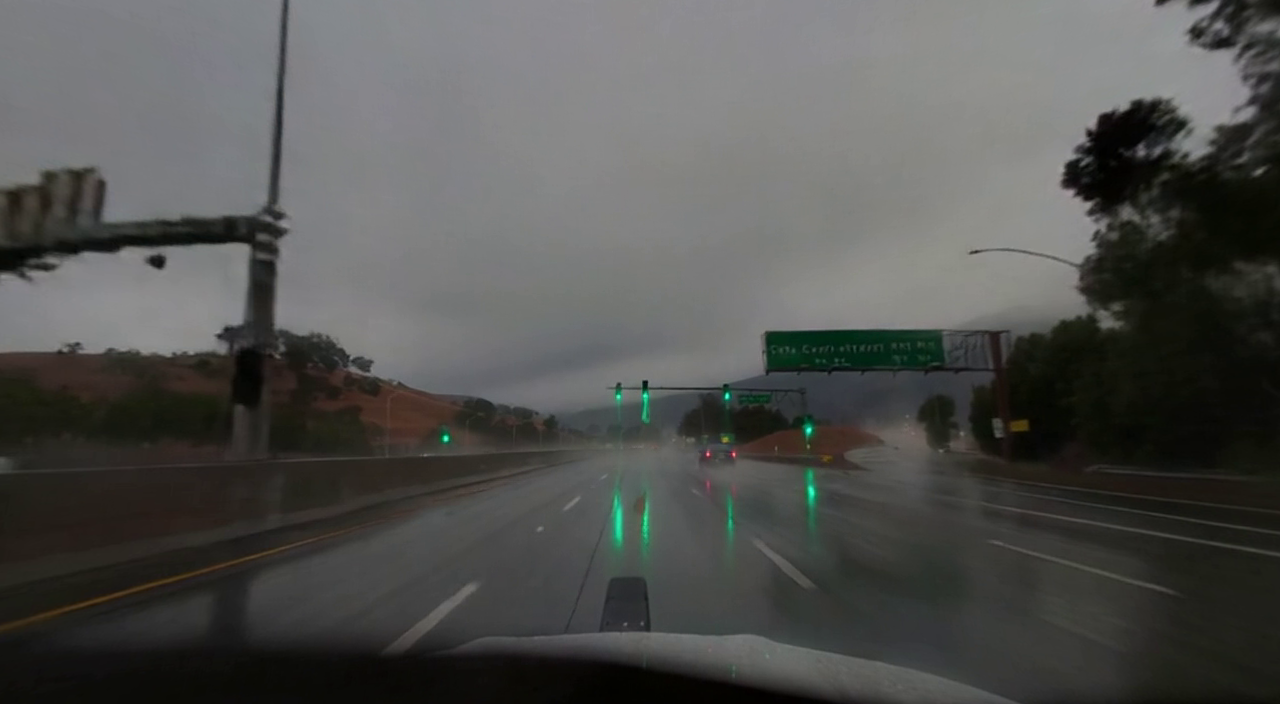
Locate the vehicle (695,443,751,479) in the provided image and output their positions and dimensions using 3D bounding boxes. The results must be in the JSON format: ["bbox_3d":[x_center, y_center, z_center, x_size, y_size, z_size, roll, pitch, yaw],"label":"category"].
[{"bbox_3d":[3.677,4.916,28.732,1.916,1.469,4.481,0,-8,-1],"label":"vehicle"}]
